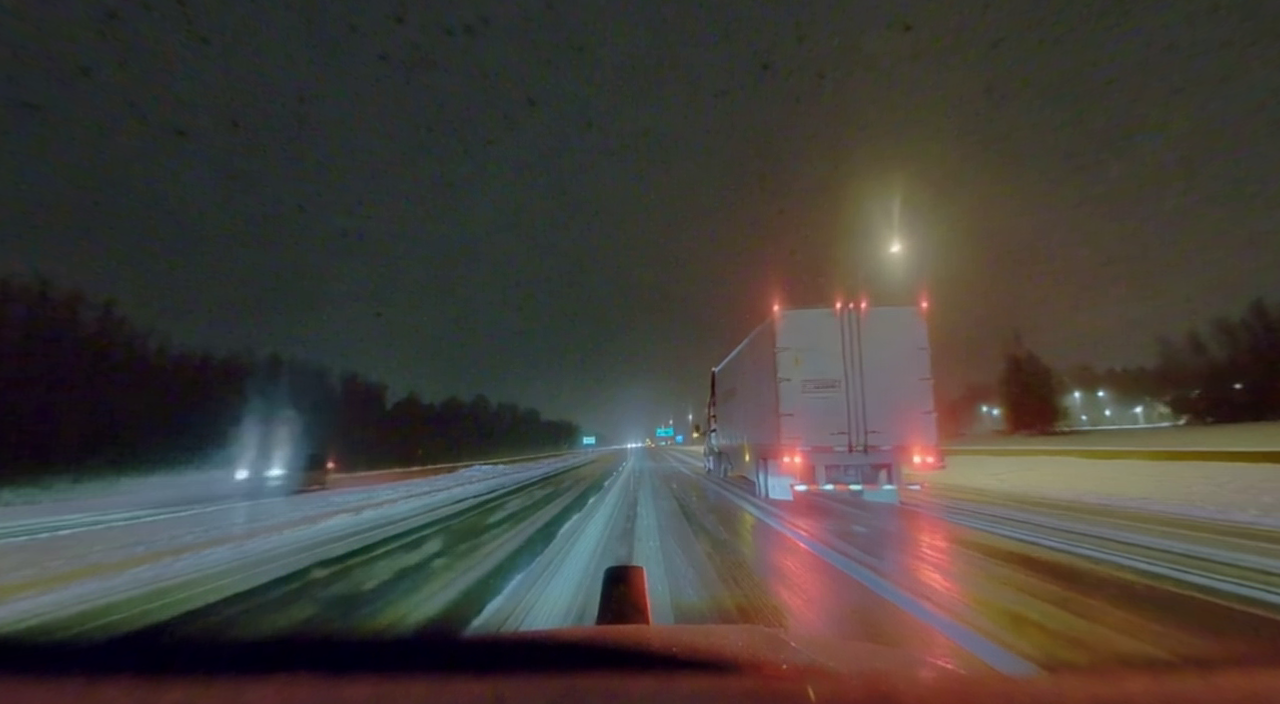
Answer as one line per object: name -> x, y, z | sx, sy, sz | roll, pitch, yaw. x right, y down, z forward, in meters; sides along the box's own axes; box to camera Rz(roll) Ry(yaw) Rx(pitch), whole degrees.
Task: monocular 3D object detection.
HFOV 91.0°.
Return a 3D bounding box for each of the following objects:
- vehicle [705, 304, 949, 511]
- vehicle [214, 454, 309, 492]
vehicle -> 4.522, 2.119, 20.207 | 3.187, 4.197, 15.004 | 0, -8, 0
vehicle -> -17.614, 5.604, 29.501 | 1.838, 1.518, 4.109 | 0, -8, 1
